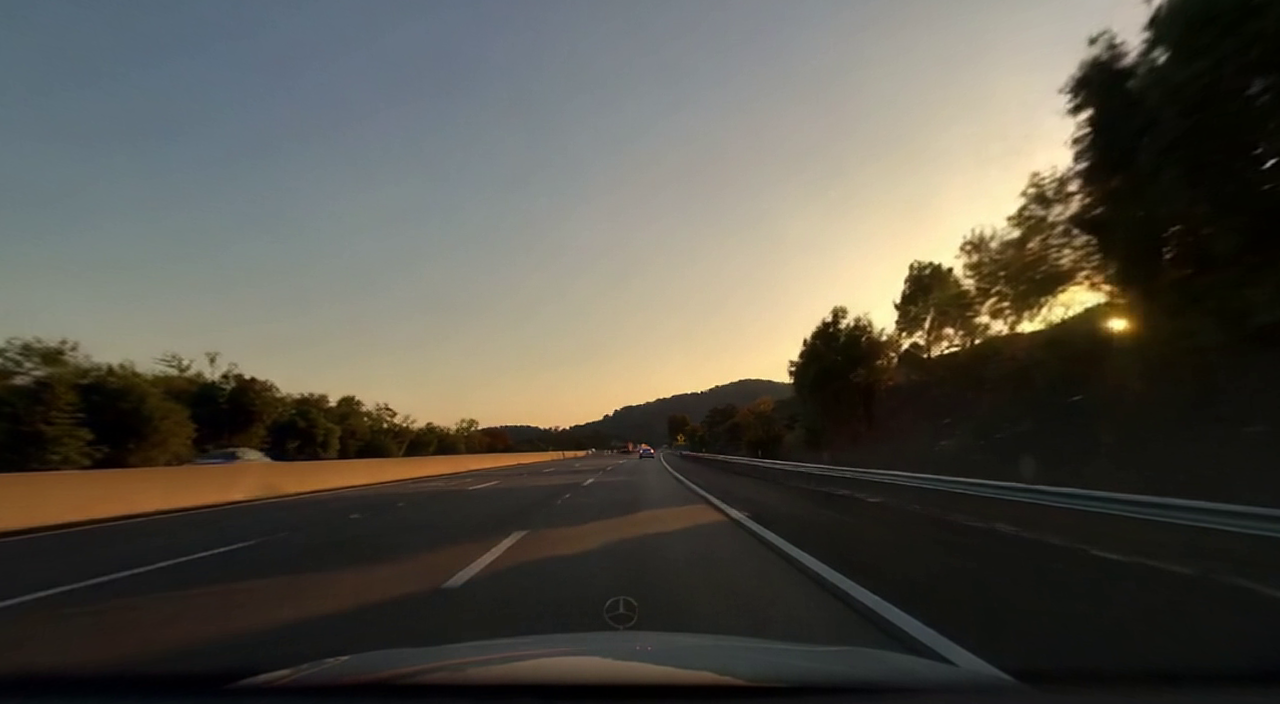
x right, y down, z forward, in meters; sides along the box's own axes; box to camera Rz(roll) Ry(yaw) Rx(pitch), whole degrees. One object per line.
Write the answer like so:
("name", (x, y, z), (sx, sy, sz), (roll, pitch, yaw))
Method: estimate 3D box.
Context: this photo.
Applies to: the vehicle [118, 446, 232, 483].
("vehicle", (-19.742, 4.771, 26.916), (1.860, 1.452, 3.925), (-1, -9, 0))
